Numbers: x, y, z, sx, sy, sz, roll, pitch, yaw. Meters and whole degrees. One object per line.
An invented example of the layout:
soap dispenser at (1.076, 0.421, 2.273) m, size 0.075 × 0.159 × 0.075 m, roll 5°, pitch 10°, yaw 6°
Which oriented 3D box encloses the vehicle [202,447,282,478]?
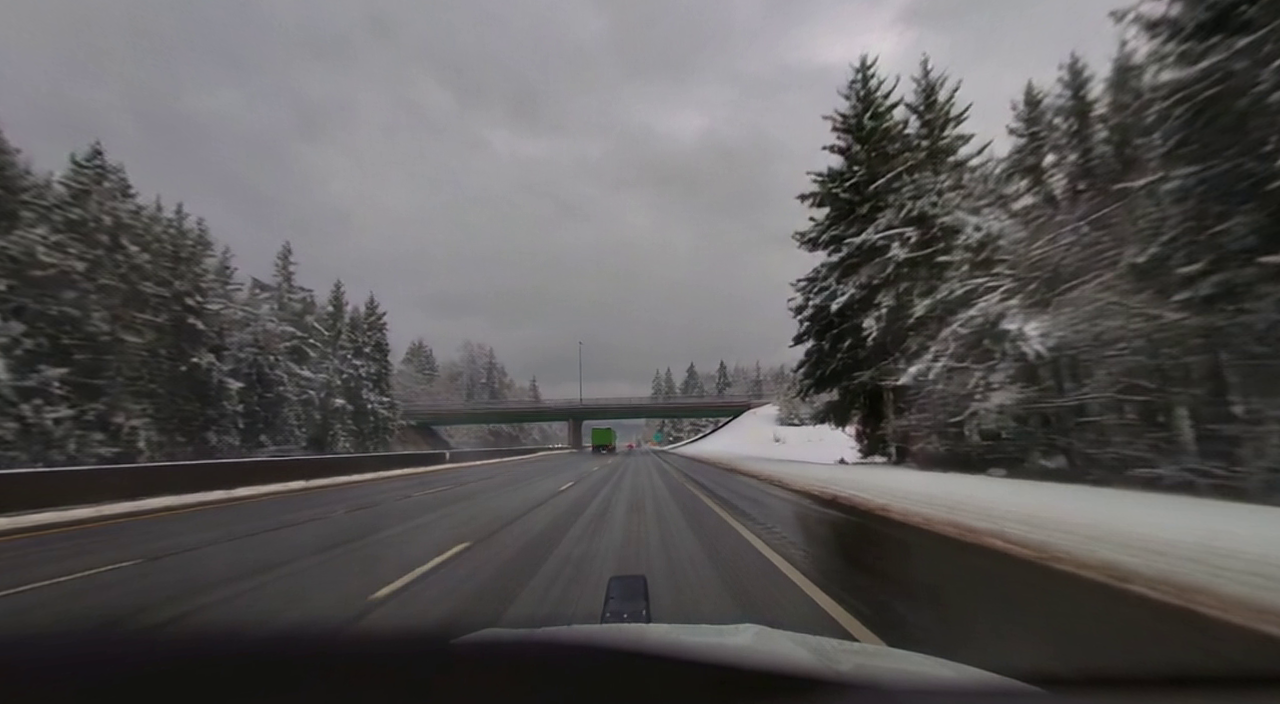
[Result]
vehicle at (-22.049, 6.117, 34.983) m, size 1.887 × 1.499 × 4.235 m, roll 1°, pitch -8°, yaw -3°
